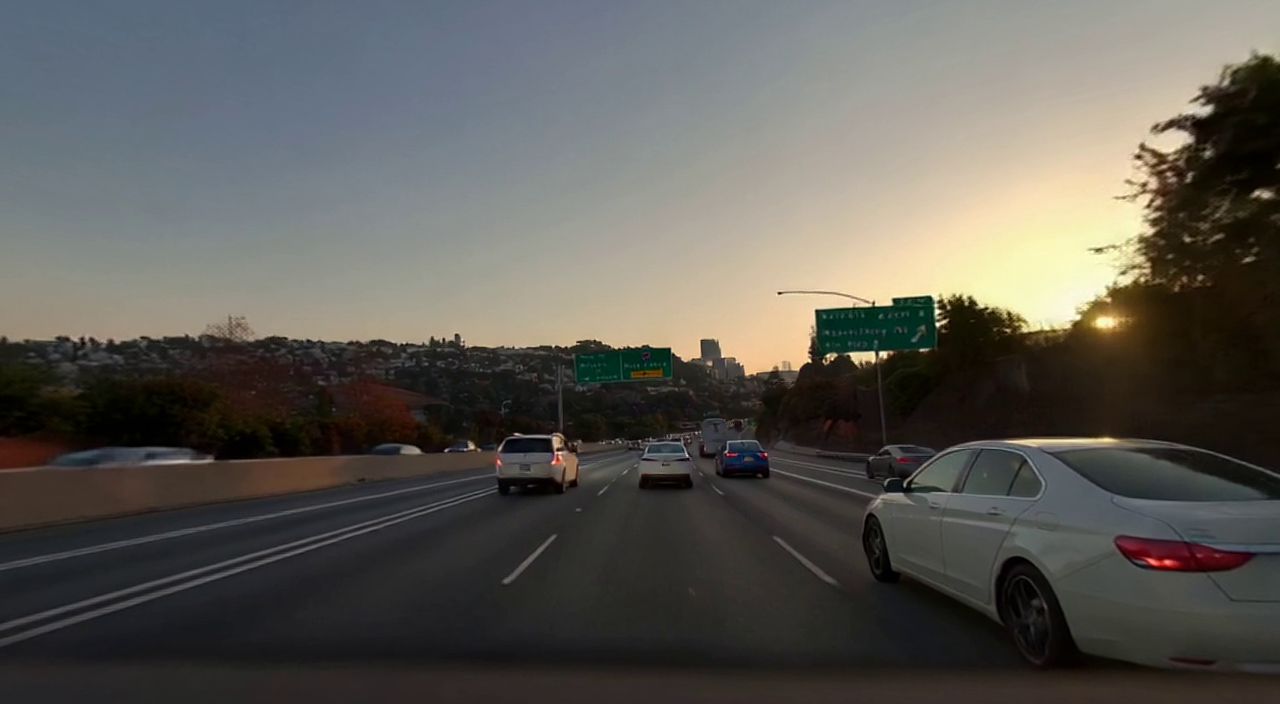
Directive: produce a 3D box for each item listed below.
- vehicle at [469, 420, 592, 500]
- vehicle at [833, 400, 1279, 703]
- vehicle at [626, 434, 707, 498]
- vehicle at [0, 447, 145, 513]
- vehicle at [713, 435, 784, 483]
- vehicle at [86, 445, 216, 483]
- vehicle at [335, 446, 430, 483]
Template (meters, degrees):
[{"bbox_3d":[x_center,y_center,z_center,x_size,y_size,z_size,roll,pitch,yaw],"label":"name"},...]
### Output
[{"bbox_3d":[-2.921,3.083,18.288,2.434,1.965,5.305,0,-9,2],"label":"vehicle"},{"bbox_3d":[3.083,1.263,4.459,2.009,1.489,4.559,0,-9,0],"label":"vehicle"},{"bbox_3d":[0.750,3.247,18.213,2.074,1.614,3.803,0,-9,2],"label":"vehicle"},{"bbox_3d":[-15.613,3.210,16.169,1.881,1.502,4.680,0,-9,2],"label":"vehicle"},{"bbox_3d":[4.060,4.092,24.319,2.076,1.684,4.241,0,-9,2],"label":"vehicle"},{"bbox_3d":[-22.191,5.083,28.882,1.919,1.539,4.735,-1,-9,3],"label":"vehicle"},{"bbox_3d":[-11.524,5.076,28.639,2.047,1.519,4.771,0,-9,3],"label":"vehicle"}]
